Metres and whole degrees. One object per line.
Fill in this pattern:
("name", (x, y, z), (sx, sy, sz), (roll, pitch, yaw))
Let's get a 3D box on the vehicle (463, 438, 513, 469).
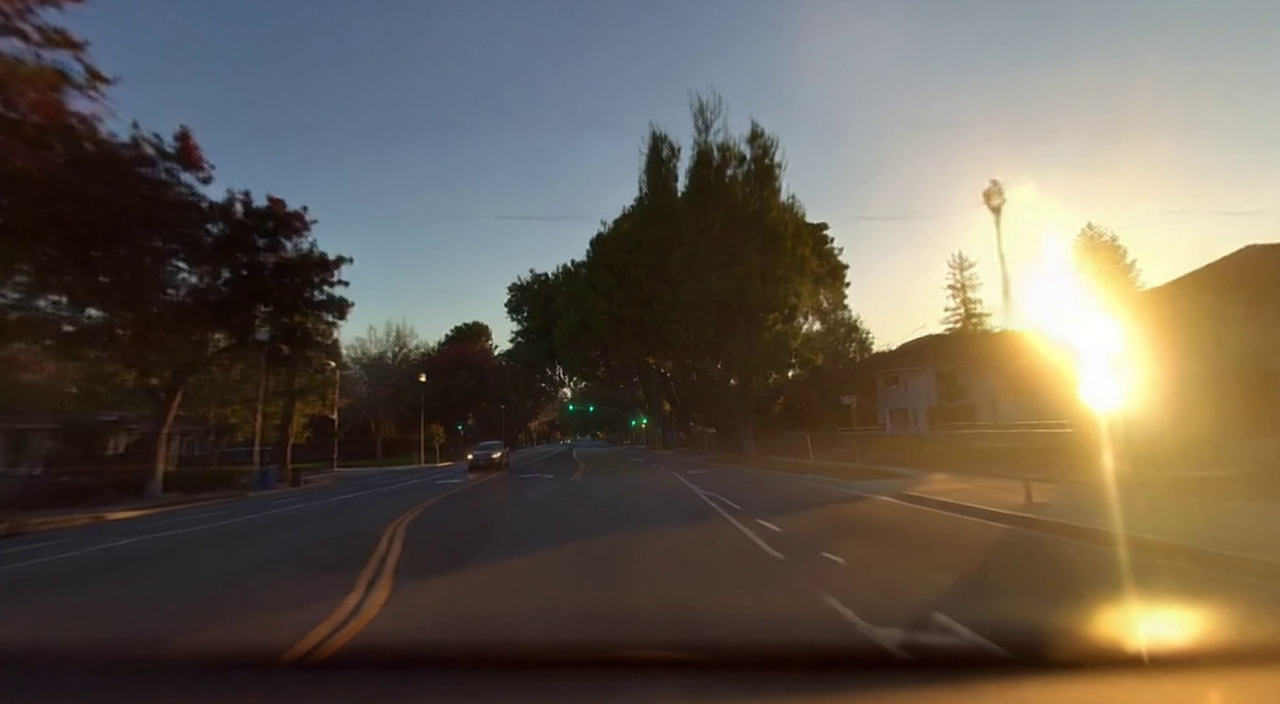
("vehicle", (-9.295, 6.224, 38.922), (2.175, 1.796, 4.605), (0, -8, -3))
